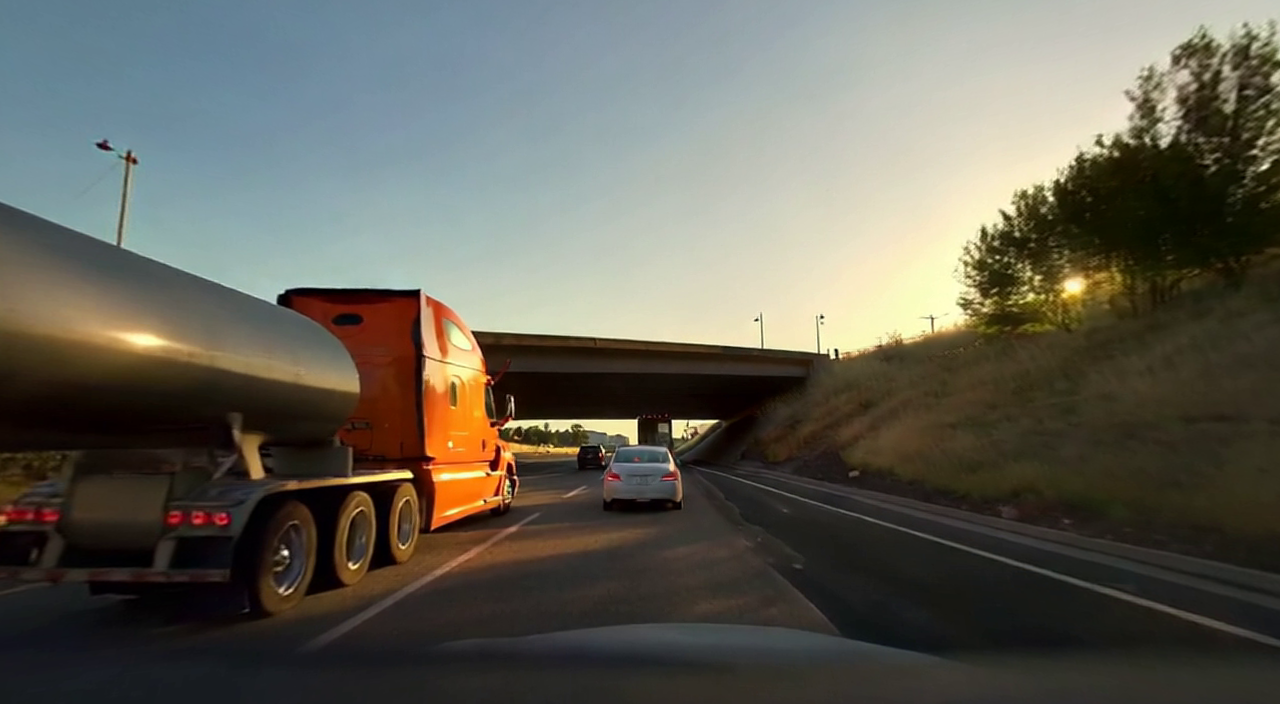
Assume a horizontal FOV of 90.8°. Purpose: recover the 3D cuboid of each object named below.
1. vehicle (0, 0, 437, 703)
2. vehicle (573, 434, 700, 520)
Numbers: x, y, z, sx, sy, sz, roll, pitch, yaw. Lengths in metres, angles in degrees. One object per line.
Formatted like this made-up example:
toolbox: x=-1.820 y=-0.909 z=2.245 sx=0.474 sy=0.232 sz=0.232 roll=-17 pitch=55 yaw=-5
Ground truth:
vehicle: x=-4.217 y=-0.260 z=0.980 sx=2.896 sy=3.563 sz=14.643 roll=0 pitch=-9 yaw=0
vehicle: x=-0.074 y=2.530 z=13.273 sx=2.215 sy=1.481 sz=4.246 roll=0 pitch=-9 yaw=0
